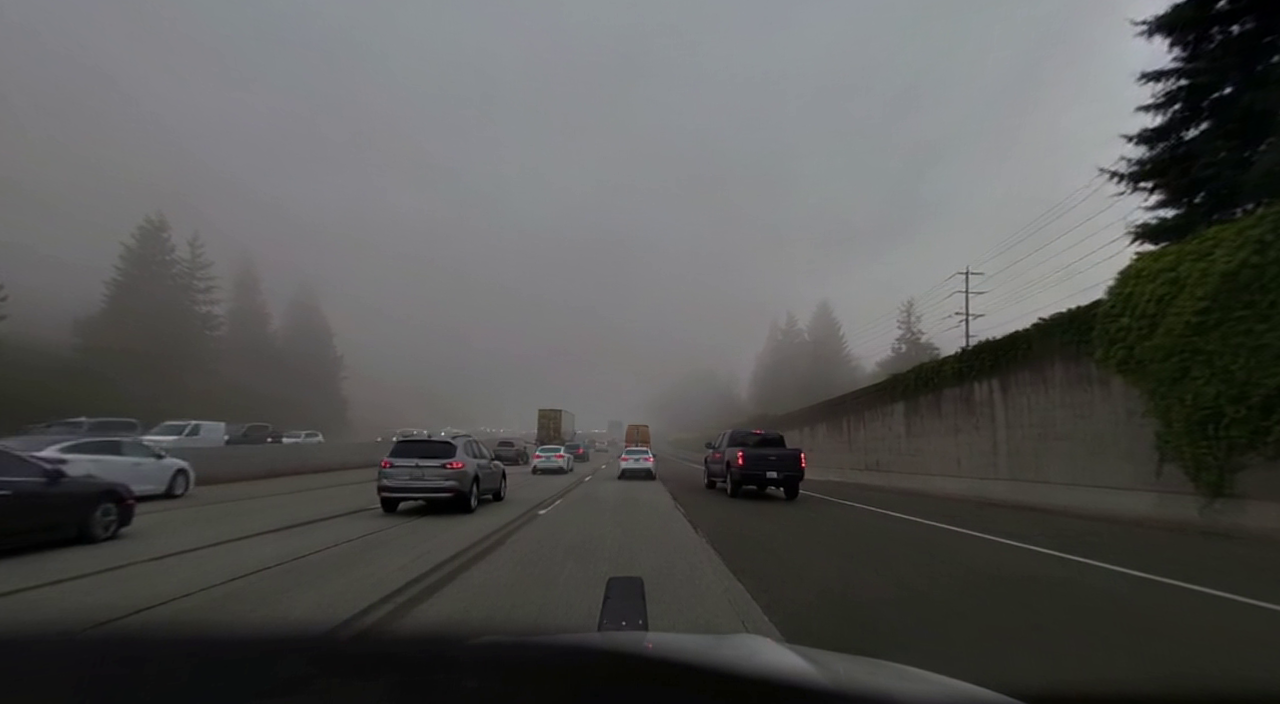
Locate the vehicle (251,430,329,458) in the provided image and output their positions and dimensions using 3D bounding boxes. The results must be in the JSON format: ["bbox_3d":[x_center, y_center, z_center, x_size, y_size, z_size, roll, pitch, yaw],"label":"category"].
[{"bbox_3d":[-20.738,5.489,37.578,2.070,1.583,4.541,0,-8,0],"label":"vehicle"}]

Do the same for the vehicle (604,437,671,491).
[{"bbox_3d":[-0.053,3.822,21.848,2.092,1.671,3.889,0,-8,1],"label":"vehicle"}]

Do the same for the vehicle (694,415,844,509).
[{"bbox_3d":[3.225,2.953,17.462,2.793,2.132,5.682,0,-8,-1],"label":"vehicle"}]

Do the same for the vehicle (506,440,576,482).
[{"bbox_3d":[-3.909,4.410,25.836,2.049,1.530,4.707,0,-8,1],"label":"vehicle"}]

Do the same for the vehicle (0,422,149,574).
[{"bbox_3d":[-7.533,1.421,5.933,1.985,1.529,4.710,0,-8,1],"label":"vehicle"}]

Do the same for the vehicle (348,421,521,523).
[{"bbox_3d":[-3.931,2.379,13.037,2.026,1.719,4.490,0,-8,0],"label":"vehicle"}]
